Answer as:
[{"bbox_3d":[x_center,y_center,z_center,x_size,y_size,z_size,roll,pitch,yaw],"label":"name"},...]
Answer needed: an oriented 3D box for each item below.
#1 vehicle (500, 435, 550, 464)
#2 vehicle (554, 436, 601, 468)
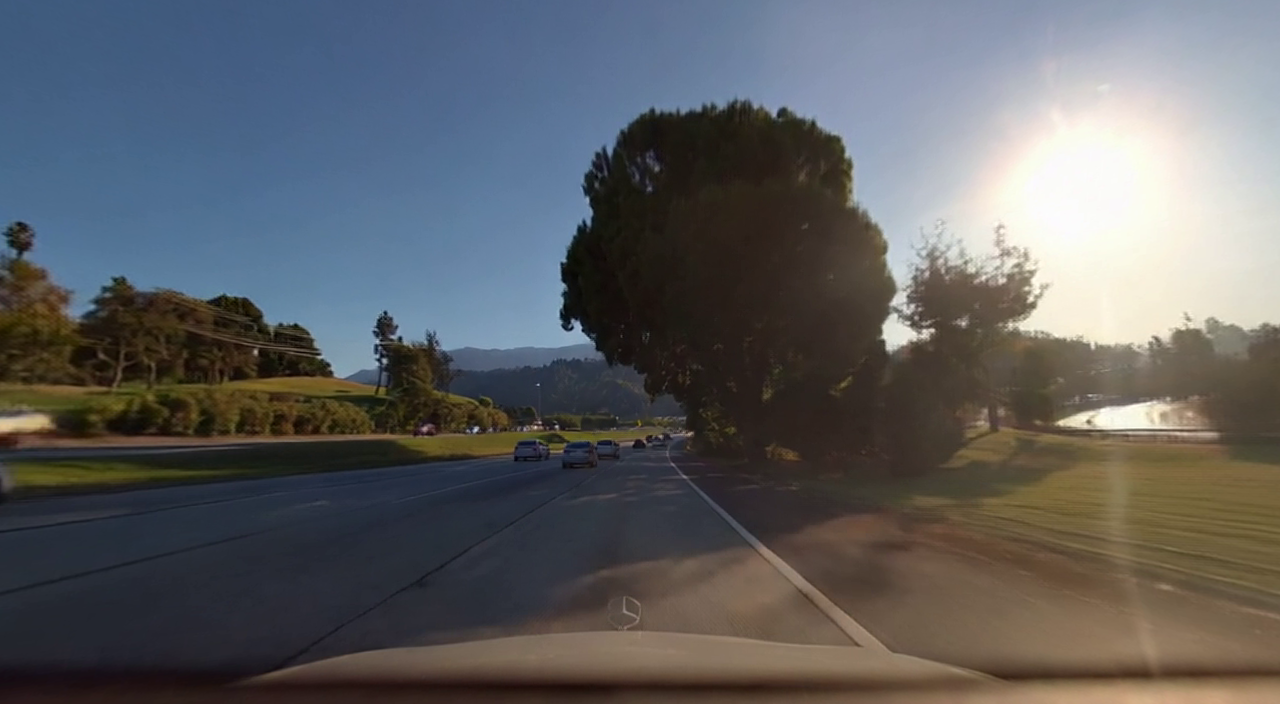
[{"bbox_3d":[-7.094,6.110,39.385,2.108,1.686,4.556,0,-9,3],"label":"vehicle"},{"bbox_3d":[-3.504,5.705,36.024,2.035,1.673,4.469,0,-9,2],"label":"vehicle"}]
